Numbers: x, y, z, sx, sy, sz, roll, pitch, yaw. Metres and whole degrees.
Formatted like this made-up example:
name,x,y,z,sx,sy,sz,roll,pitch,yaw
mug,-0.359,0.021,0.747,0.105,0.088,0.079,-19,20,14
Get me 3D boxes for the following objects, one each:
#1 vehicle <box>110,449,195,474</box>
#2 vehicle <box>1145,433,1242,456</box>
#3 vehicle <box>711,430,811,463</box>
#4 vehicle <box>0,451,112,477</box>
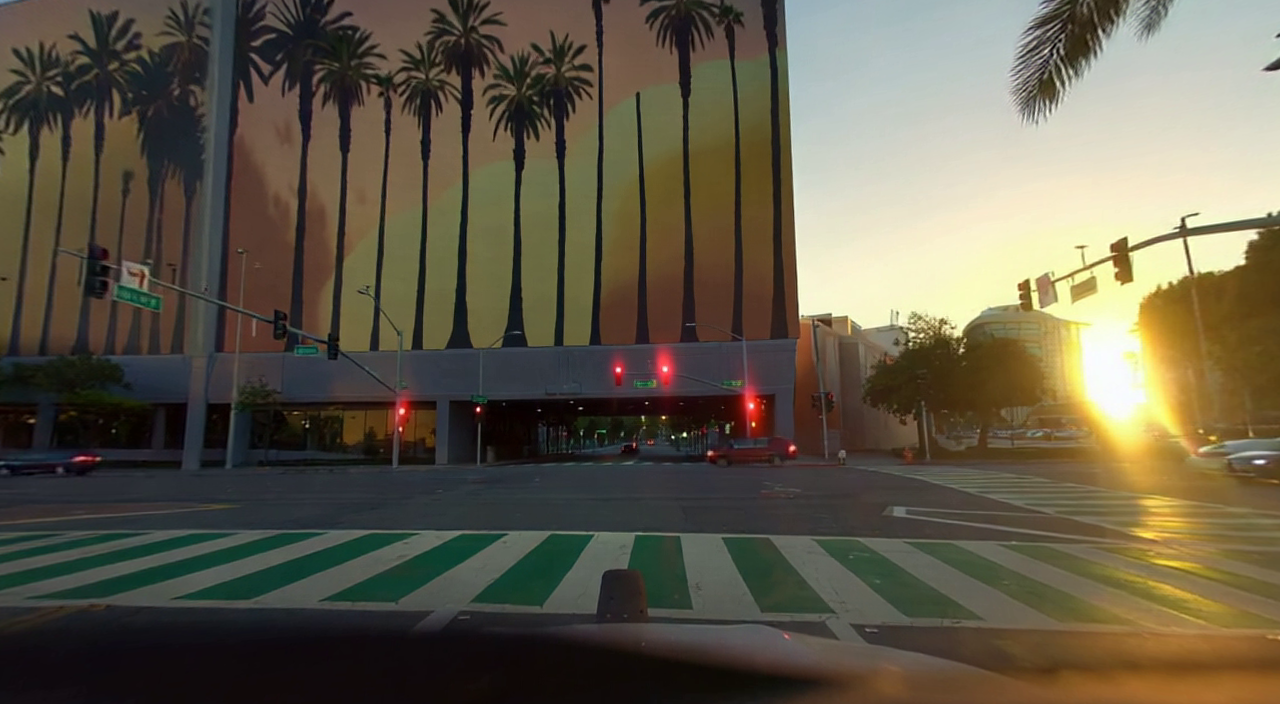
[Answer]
name,x,y,z,sx,sy,sz,roll,pitch,yaw
vehicle,-33.037,7.412,42.780,4.136,1.661,1.857,0,-8,1
vehicle,36.132,6.028,41.212,4.606,1.449,1.687,0,-8,2
vehicle,7.051,5.567,37.227,5.477,1.880,2.125,0,-8,1
vehicle,-33.956,6.470,36.564,4.893,1.458,1.791,0,-8,-3
